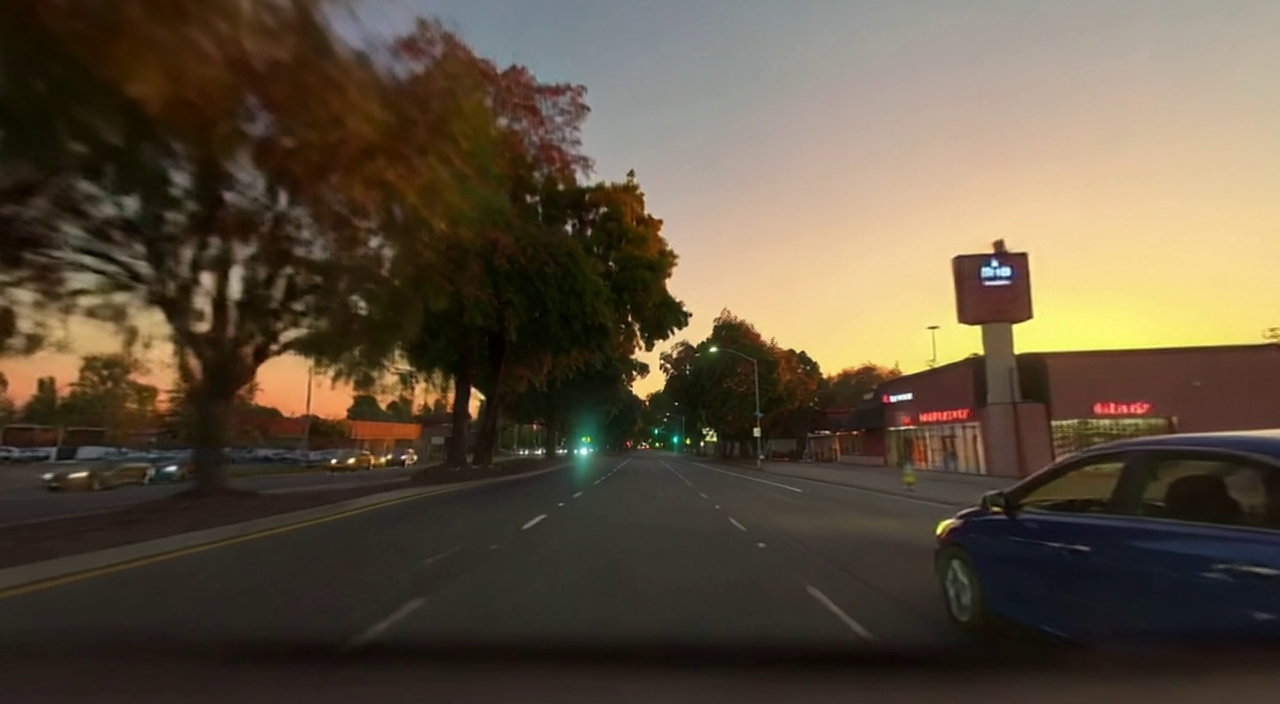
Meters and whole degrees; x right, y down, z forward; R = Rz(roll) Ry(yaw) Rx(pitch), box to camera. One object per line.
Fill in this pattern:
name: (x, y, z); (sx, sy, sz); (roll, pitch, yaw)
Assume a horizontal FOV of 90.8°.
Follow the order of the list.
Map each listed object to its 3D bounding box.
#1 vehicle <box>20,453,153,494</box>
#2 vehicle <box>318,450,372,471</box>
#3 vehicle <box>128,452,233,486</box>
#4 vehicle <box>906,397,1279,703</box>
vehicle: (-22.394, 4.882, 25.786); (1.745, 1.476, 4.123); (0, -9, -1)
vehicle: (-22.170, 8.150, 47.627); (1.771, 1.445, 4.321); (-1, -9, 3)
vehicle: (-22.399, 5.692, 31.034); (1.784, 1.438, 4.471); (-1, -8, 0)
vehicle: (3.105, 0.967, 2.626); (2.004, 1.470, 4.544); (0, -9, 0)
